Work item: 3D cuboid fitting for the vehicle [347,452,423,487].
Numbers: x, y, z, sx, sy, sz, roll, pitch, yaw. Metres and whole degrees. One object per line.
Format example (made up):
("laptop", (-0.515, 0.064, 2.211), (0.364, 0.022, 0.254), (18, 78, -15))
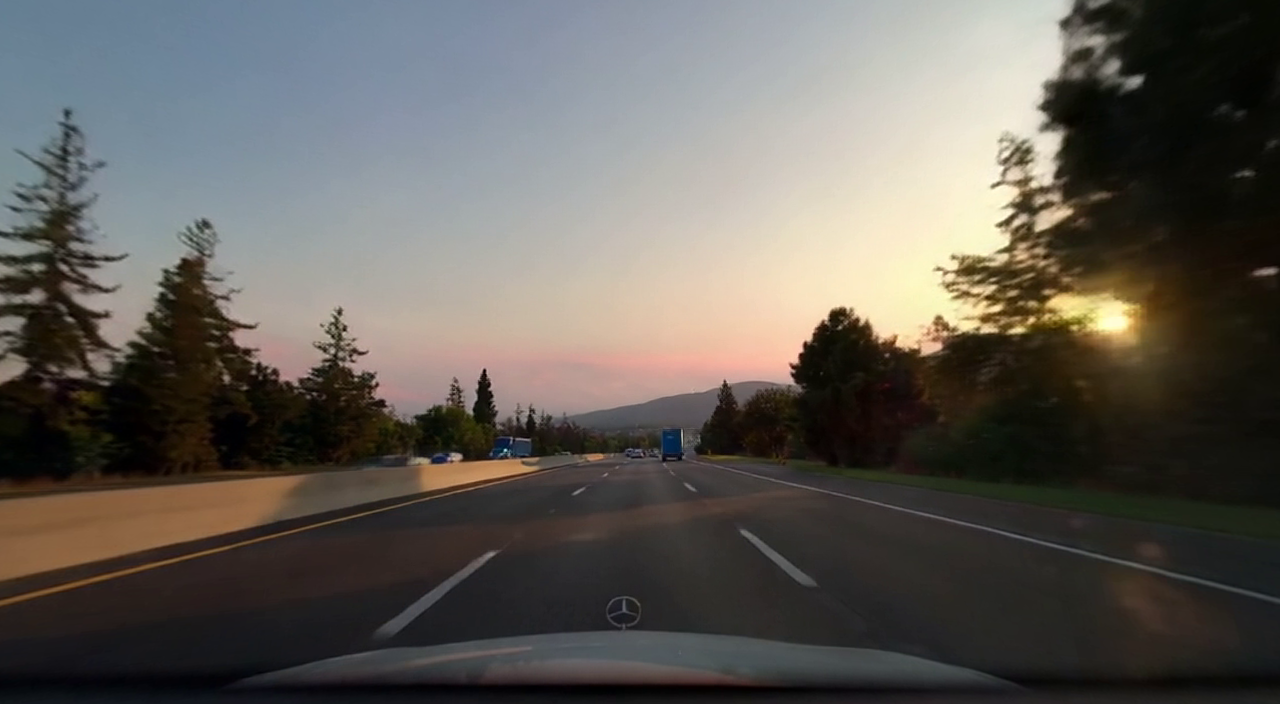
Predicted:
("vehicle", (-11.629, 5.369, 29.020), (1.822, 1.441, 4.016), (0, -9, 0))

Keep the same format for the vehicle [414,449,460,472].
("vehicle", (-15.700, 8.414, 48.958), (1.946, 1.683, 4.594), (-1, -9, 1))
